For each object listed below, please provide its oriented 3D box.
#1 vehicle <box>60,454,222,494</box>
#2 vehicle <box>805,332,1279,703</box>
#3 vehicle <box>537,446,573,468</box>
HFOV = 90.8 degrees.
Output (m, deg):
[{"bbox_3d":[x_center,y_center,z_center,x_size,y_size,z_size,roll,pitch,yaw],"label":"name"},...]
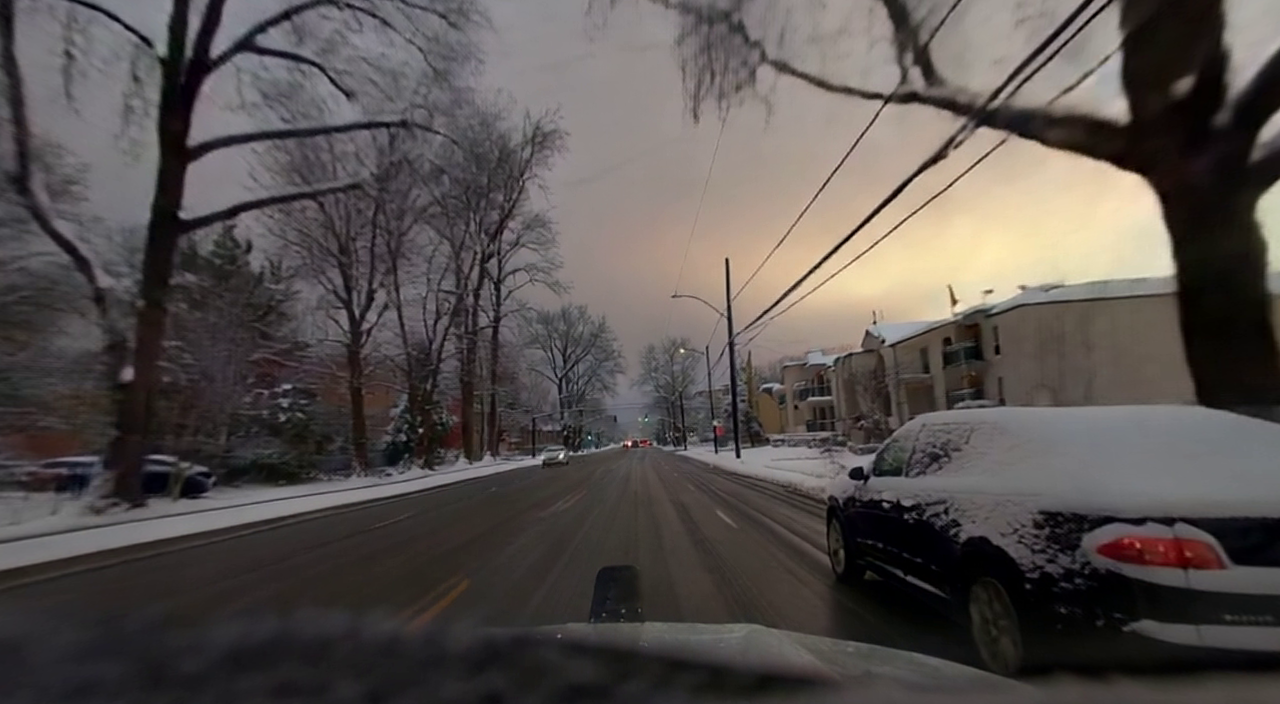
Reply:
[{"bbox_3d":[-19.469,4.774,24.843,4.610,1.463,1.841,1,-9,-6],"label":"vehicle"},{"bbox_3d":[3.018,1.173,4.642,2.224,1.791,4.834,0,-8,-1],"label":"vehicle"},{"bbox_3d":[-6.327,7.850,47.595,2.031,1.521,4.538,0,-8,1],"label":"vehicle"}]
